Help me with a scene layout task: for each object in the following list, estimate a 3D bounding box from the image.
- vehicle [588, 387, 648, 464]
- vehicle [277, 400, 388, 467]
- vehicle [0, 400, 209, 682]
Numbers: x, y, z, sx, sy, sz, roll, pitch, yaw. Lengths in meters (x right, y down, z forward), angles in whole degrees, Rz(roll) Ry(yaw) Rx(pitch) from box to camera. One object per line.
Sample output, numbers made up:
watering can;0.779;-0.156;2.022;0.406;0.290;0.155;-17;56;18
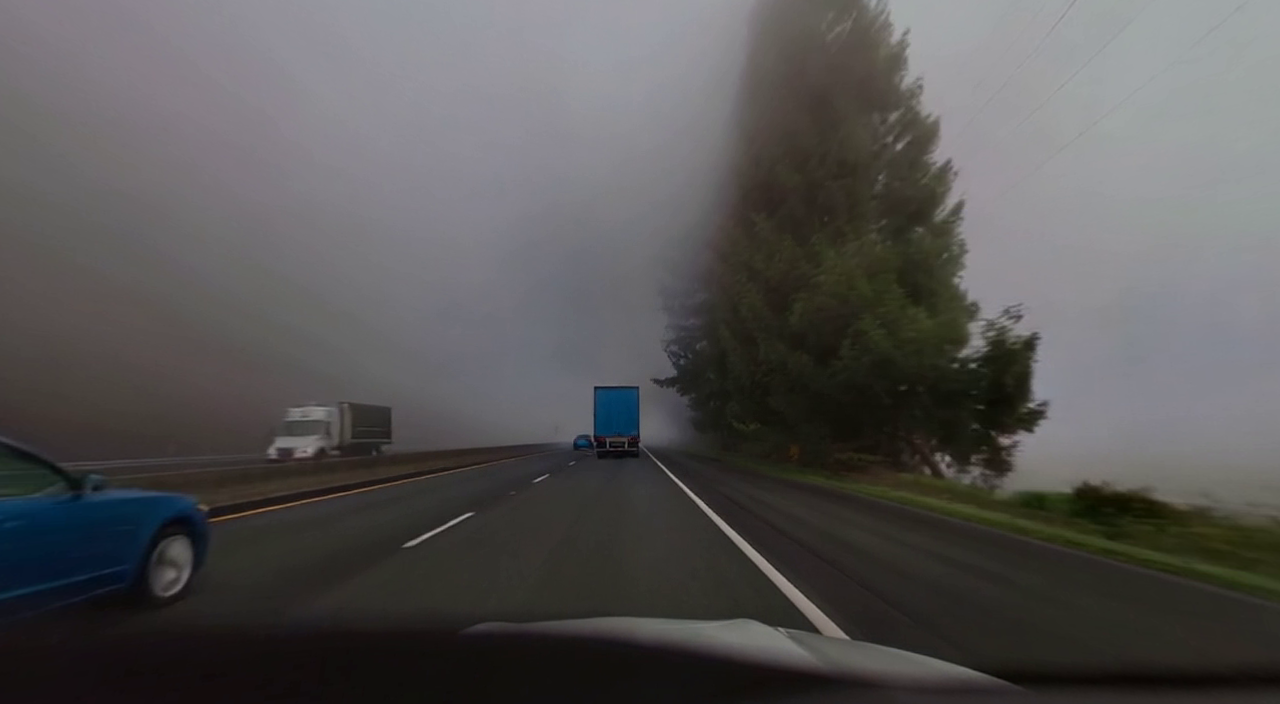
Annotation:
vehicle;-1.204;4.319;36.573;2.955;3.851;9.915;0;-8;-1
vehicle;-18.213;4.951;38.062;2.790;3.616;7.737;0;-8;0
vehicle;-4.476;0.970;2.942;1.941;1.532;4.277;0;-8;-1
